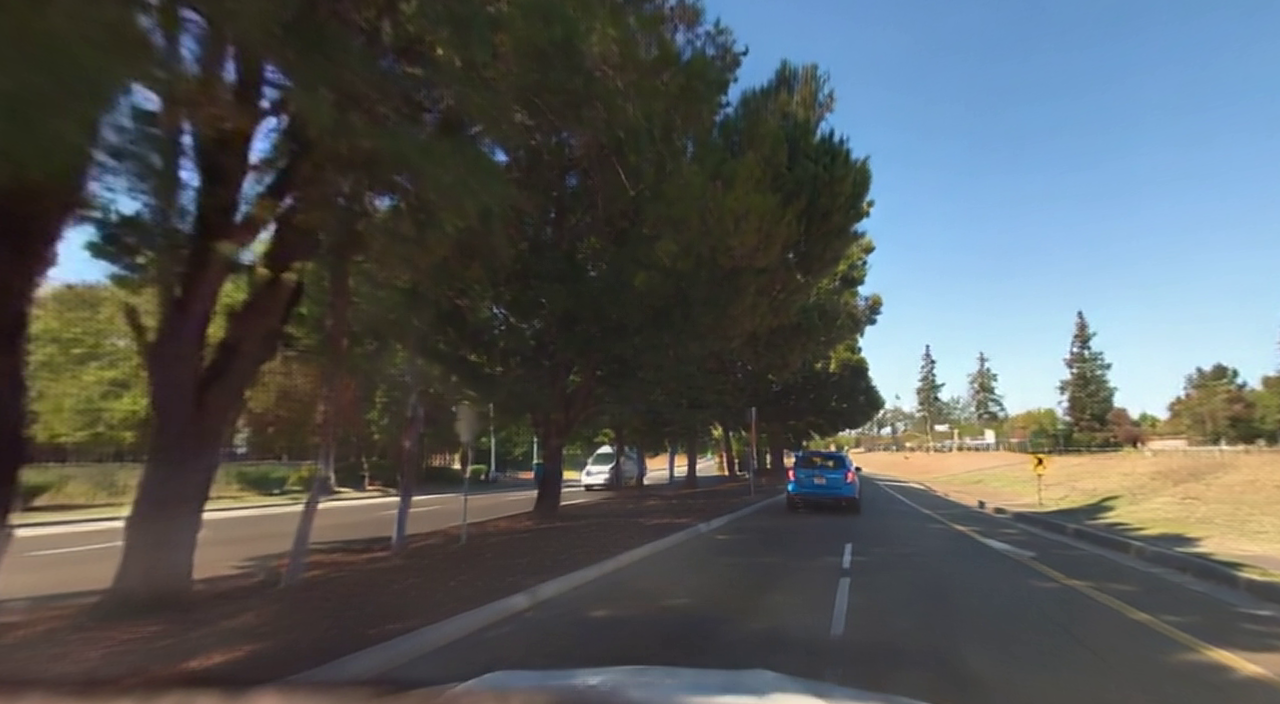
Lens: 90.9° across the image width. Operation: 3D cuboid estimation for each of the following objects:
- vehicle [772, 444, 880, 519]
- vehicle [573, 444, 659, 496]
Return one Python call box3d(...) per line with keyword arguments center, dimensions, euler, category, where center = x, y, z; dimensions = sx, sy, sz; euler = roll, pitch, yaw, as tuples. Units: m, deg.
box3d(center=(4.577, 3.023, 15.326), dimensions=(2.148, 1.521, 4.089), euler=(-3, -9, 19), category="vehicle")
box3d(center=(-0.864, 4.889, 26.703), dimensions=(2.150, 1.927, 5.209), euler=(-3, -9, 15), category="vehicle")
